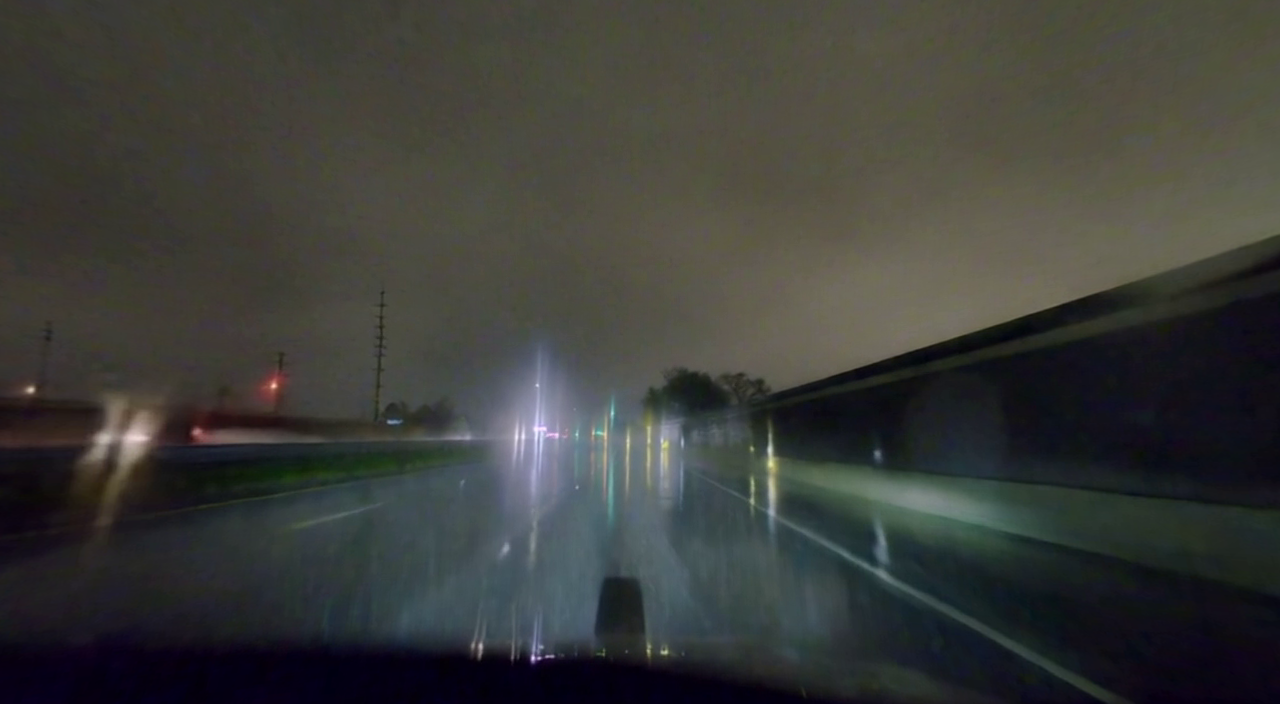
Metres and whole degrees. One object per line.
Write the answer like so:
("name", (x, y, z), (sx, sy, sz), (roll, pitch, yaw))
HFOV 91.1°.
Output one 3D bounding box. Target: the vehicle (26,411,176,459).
("vehicle", (-23.329, 3.662, 27.519), (2.145, 1.863, 5.005), (0, -8, -1))
